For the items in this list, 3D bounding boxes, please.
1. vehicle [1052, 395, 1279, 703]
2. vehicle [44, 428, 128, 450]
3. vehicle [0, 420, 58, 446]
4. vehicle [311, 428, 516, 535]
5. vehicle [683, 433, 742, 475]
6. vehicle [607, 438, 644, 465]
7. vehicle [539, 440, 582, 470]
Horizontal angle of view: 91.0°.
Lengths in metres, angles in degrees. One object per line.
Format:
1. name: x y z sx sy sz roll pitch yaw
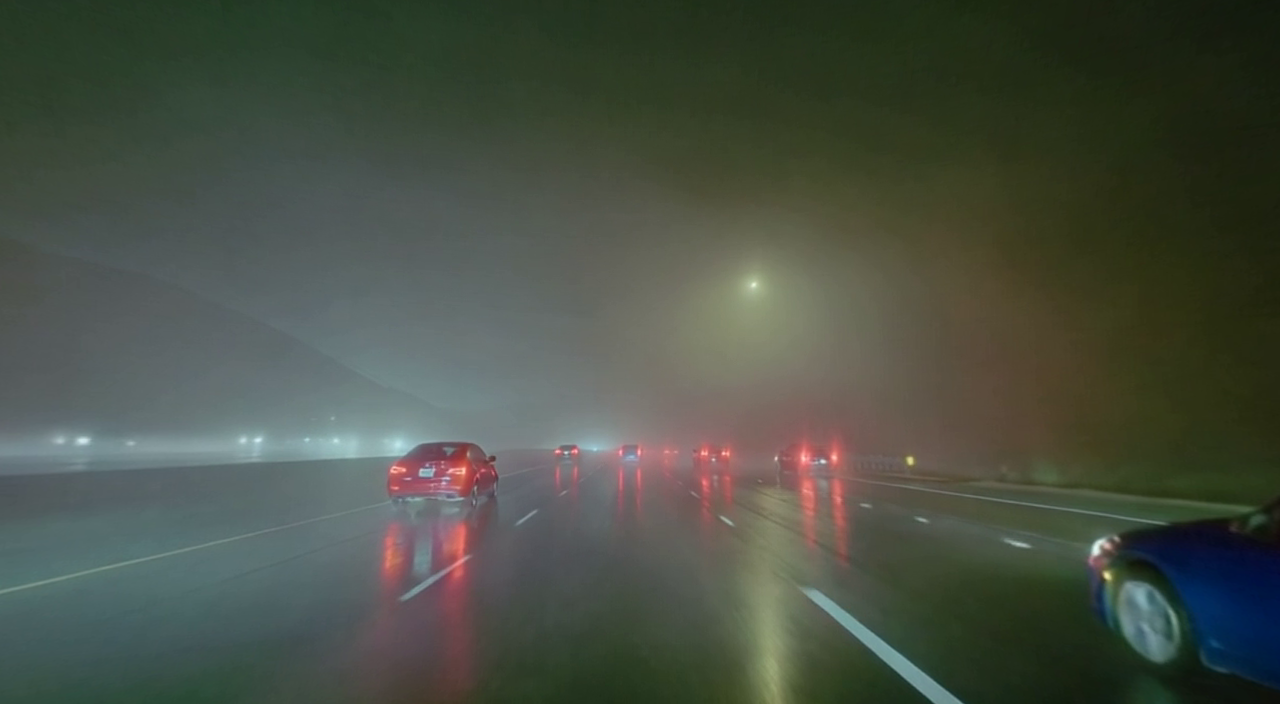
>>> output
1. vehicle: 3.445 0.759 1.224 2.136 1.511 4.706 0 -9 1
2. vehicle: -39.419 6.231 44.948 1.790 1.511 4.734 1 -8 -2
3. vehicle: -43.664 5.609 43.541 1.931 1.703 5.272 1 -8 -2
4. vehicle: -3.679 2.175 11.196 1.993 1.500 4.248 0 -9 1
5. vehicle: 3.398 4.897 30.458 2.222 1.820 4.733 0 -9 0
6. vehicle: -0.880 6.250 39.520 2.147 1.572 4.094 0 -9 0
7. vehicle: -4.132 5.398 33.237 1.796 1.464 3.839 0 -9 0
